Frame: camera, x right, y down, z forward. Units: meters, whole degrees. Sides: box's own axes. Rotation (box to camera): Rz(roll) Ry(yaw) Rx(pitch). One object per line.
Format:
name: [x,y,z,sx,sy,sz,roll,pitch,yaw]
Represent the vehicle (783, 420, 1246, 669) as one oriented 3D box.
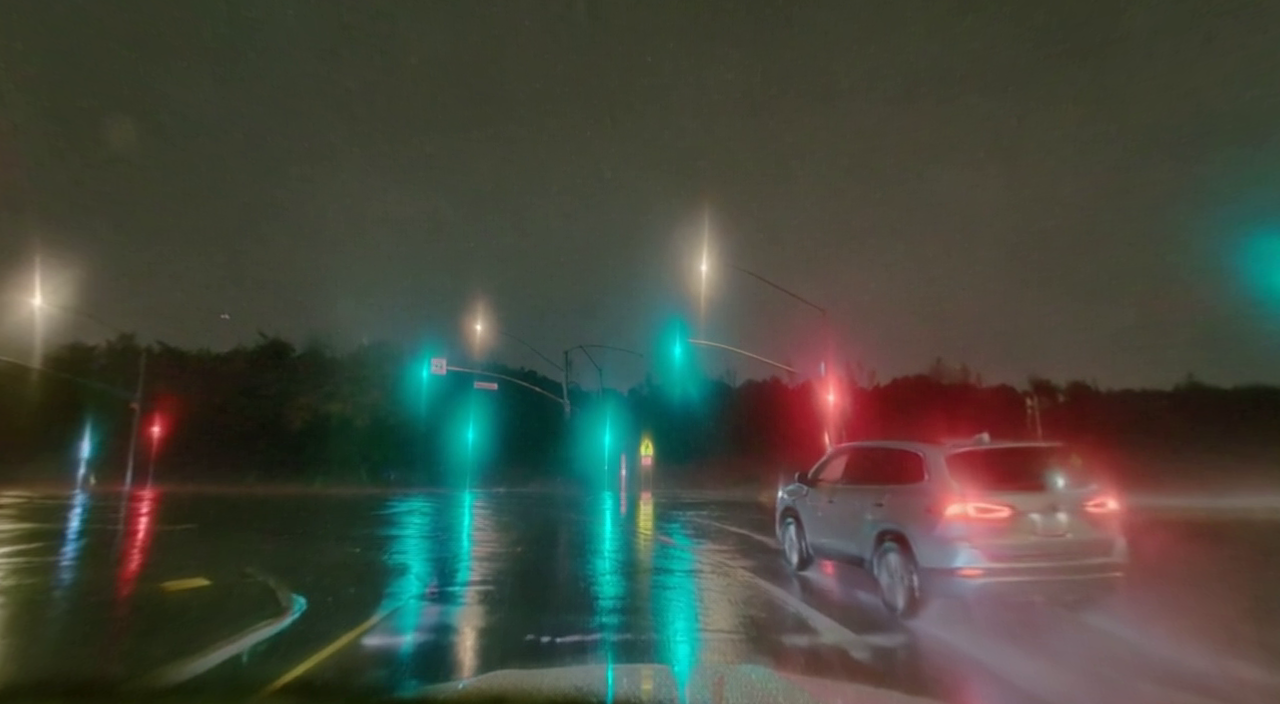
vehicle: [3.058,1.614,6.467,1.938,1.648,4.211,0,-8,-4]
